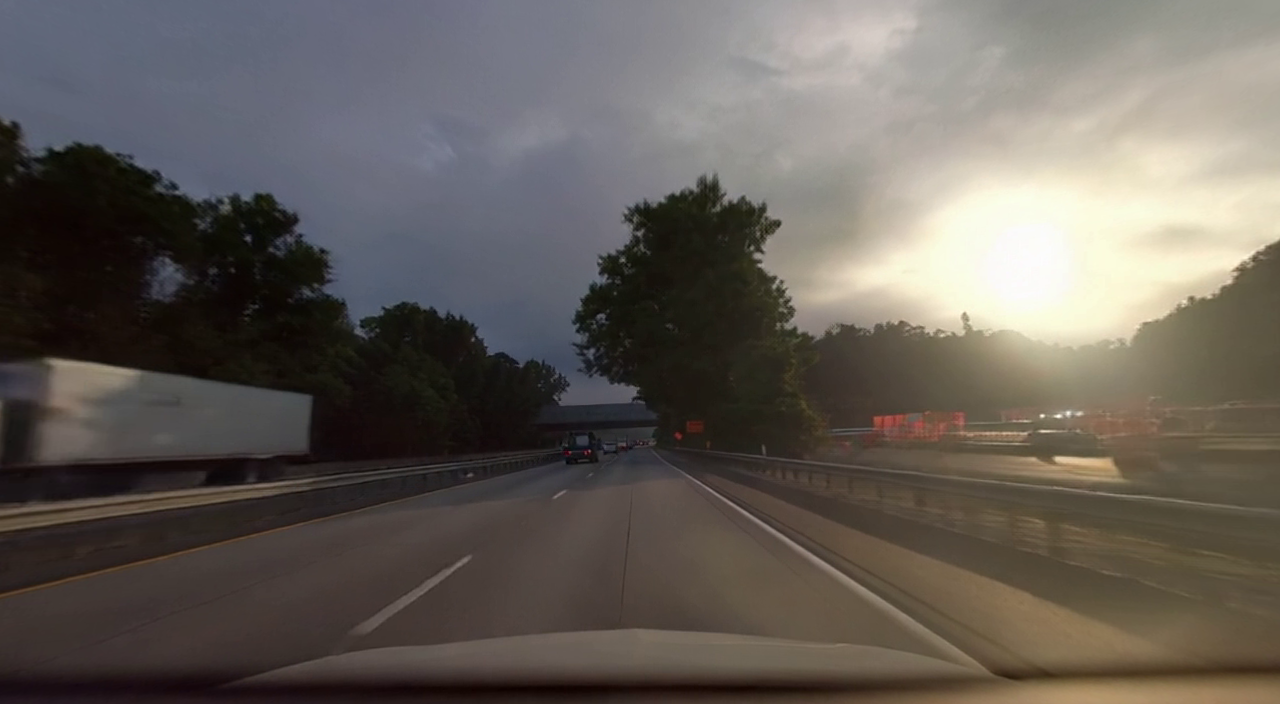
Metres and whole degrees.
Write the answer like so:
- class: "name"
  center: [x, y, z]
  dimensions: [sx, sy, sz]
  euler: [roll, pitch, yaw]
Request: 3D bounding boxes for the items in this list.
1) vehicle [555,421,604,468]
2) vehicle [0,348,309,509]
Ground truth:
- class: "vehicle"
  center: [-3.603, 5.705, 38.890]
  dimensions: [2.484, 2.625, 5.907]
  euler: [0, -8, 0]
- class: "vehicle"
  center: [-17.265, 2.915, 22.701]
  dimensions: [2.897, 3.982, 14.641]
  euler: [-1, -8, -1]
